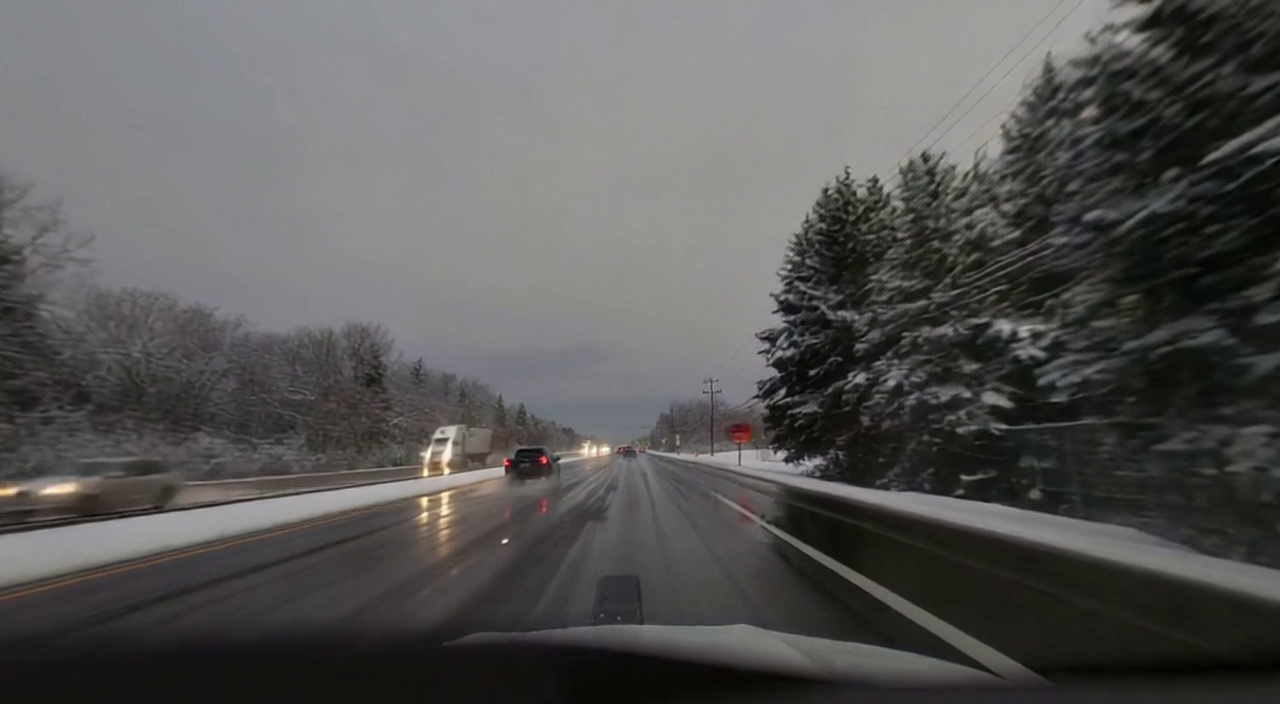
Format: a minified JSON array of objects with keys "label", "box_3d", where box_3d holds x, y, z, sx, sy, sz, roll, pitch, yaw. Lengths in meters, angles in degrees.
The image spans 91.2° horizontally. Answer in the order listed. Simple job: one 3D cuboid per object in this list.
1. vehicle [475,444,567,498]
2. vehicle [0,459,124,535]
[{"label":"vehicle","box_3d":[-3.704,3.805,20.399,2.123,1.545,4.404,0,-9,0]},{"label":"vehicle","box_3d":[-12.994,2.942,12.917,1.642,1.383,3.633,0,-9,-1]}]
